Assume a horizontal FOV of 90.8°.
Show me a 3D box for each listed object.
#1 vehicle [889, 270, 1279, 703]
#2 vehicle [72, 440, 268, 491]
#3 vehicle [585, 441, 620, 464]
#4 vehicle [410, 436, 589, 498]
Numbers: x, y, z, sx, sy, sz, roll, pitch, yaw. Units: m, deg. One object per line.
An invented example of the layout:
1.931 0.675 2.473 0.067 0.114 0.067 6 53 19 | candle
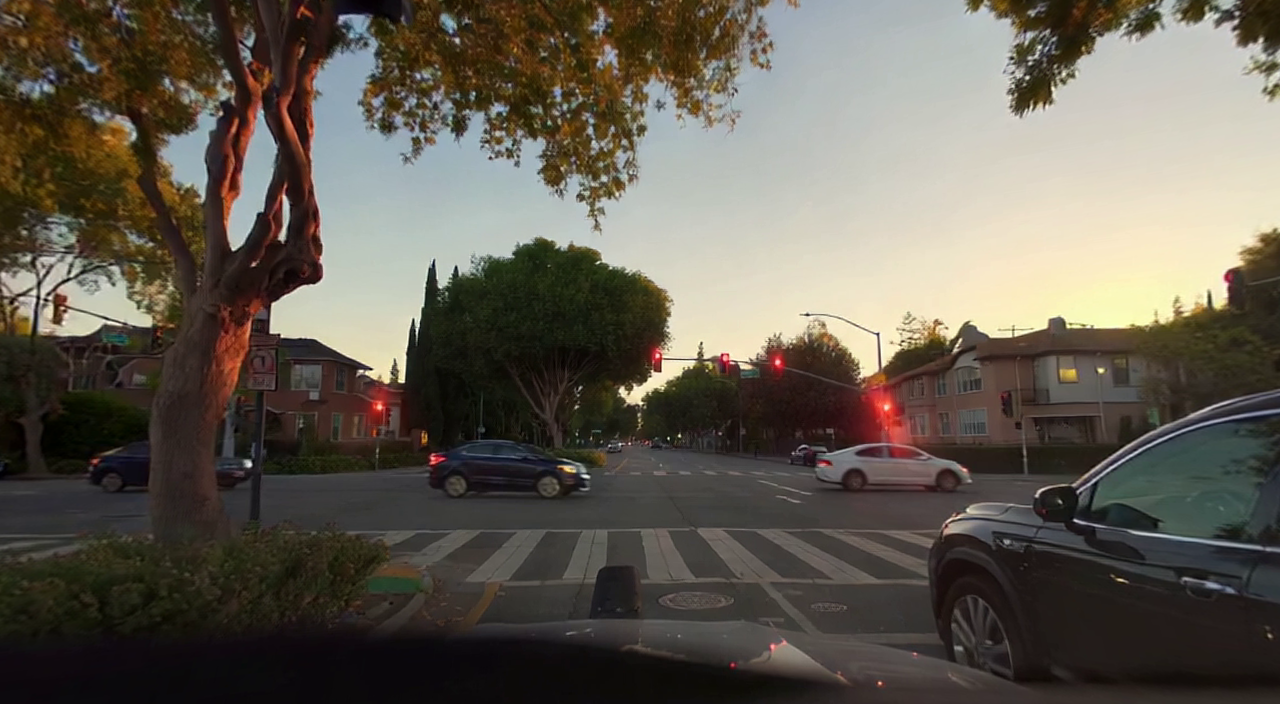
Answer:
2.706 0.711 1.727 2.085 1.800 4.908 0 -9 1 | vehicle
-14.609 3.531 19.868 4.537 1.501 1.950 0 -9 -1 | vehicle
-2.429 6.710 42.265 2.046 1.491 4.118 0 -9 1 | vehicle
-3.575 3.015 16.716 4.290 1.518 1.888 0 -8 -1 | vehicle
